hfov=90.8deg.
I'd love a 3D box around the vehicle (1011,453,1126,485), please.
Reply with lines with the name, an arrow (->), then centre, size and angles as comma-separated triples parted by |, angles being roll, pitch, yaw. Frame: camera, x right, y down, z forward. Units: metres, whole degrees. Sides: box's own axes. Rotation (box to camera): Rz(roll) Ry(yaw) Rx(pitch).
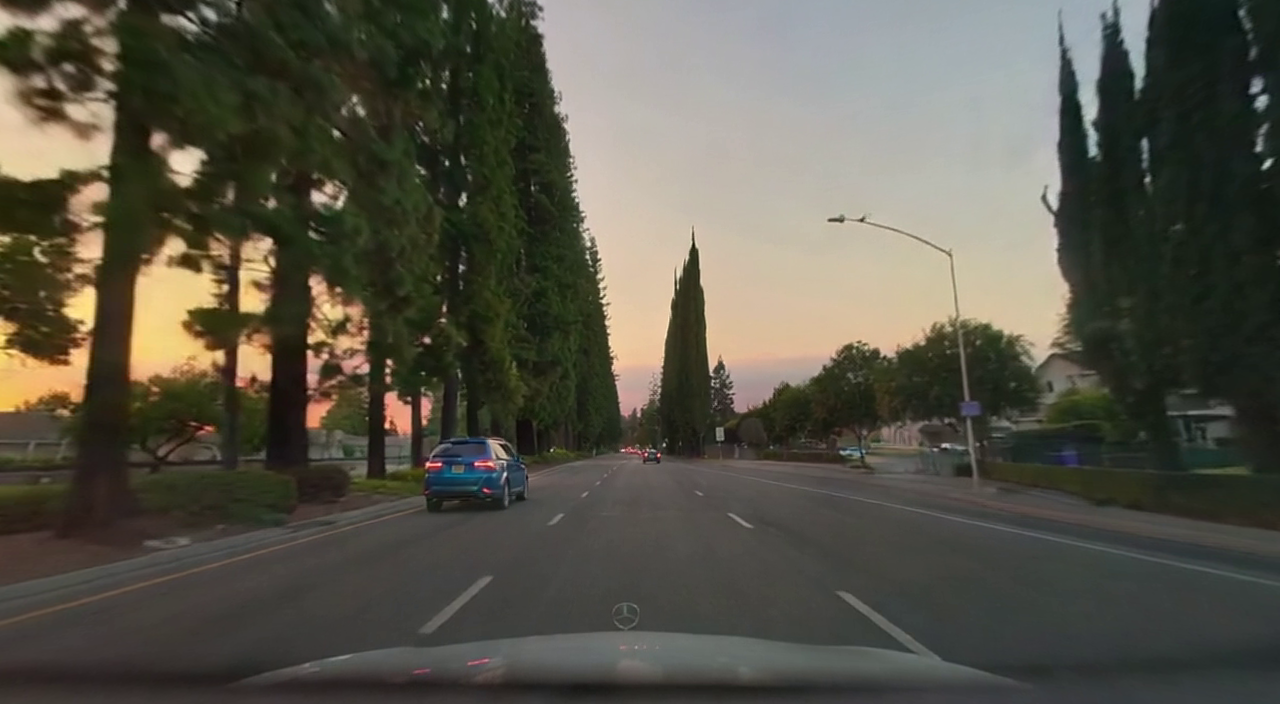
vehicle -> 20.909, 5.706, 30.996 | 4.145, 1.418, 1.988 | -1, -9, 8

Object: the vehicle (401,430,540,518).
vehicle -> -3.744, 2.777, 14.899 | 2.078, 1.748, 4.279 | 0, -8, 0
